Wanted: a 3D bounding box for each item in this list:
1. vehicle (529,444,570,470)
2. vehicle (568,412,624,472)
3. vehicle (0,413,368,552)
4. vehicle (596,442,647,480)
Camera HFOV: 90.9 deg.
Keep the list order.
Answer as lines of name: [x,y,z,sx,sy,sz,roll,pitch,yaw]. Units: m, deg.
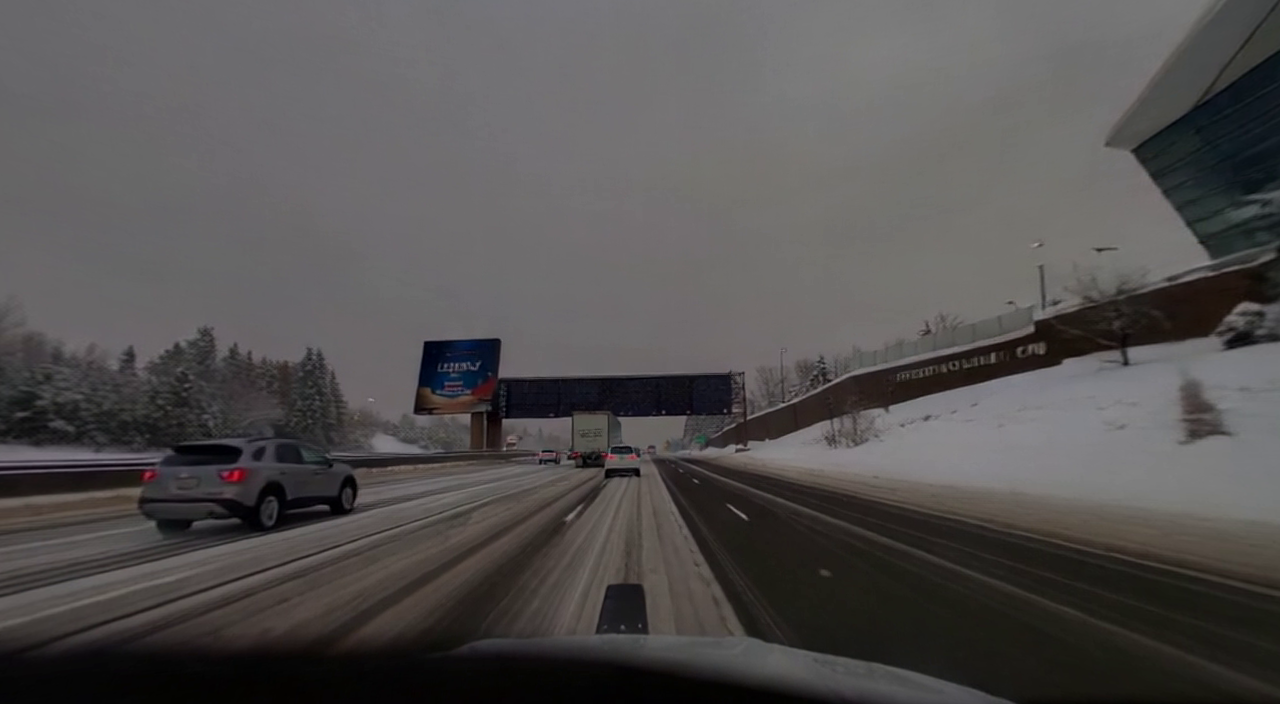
vehicle: [-6.256,7.338,44.283,2.124,1.674,4.541,0,-9,1]
vehicle: [-2.646,5.887,40.827,2.794,3.460,8.595,0,-9,1]
vehicle: [-6.999,2.067,10.675,2.401,1.759,5.126,0,-9,1]
vehicle: [-0.815,4.897,28.483,2.168,1.597,3.615,0,-9,-1]
